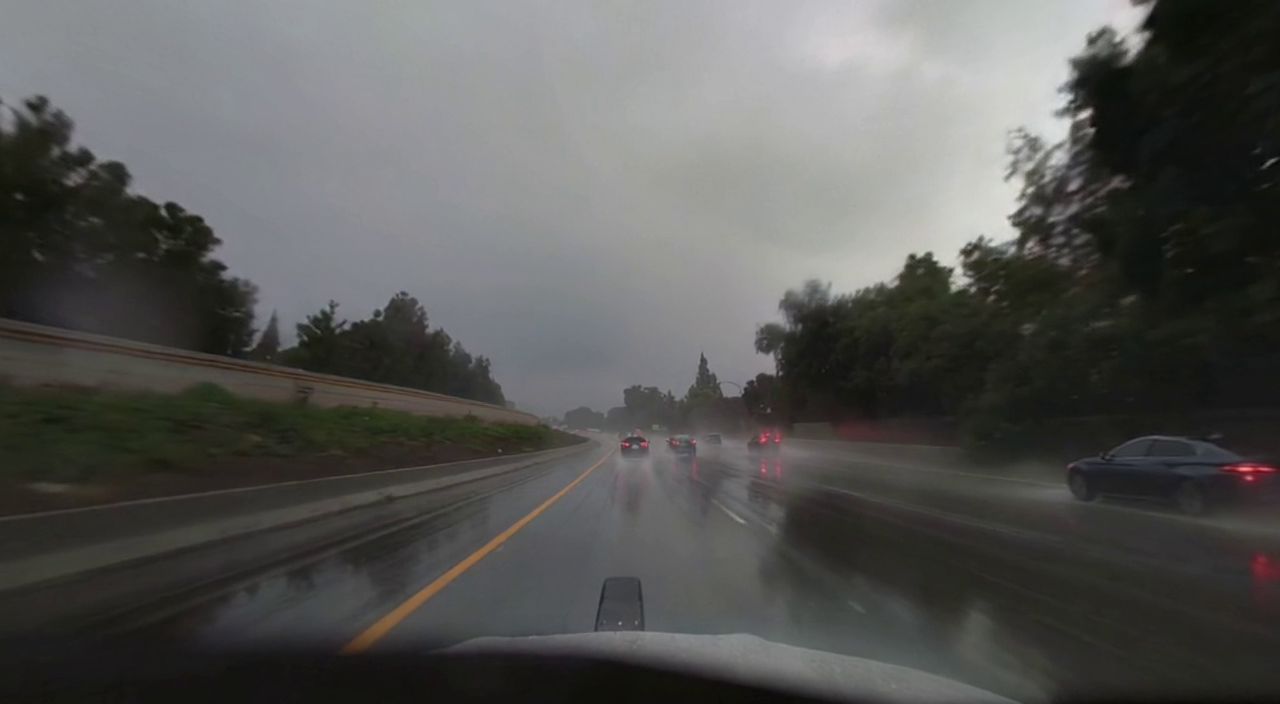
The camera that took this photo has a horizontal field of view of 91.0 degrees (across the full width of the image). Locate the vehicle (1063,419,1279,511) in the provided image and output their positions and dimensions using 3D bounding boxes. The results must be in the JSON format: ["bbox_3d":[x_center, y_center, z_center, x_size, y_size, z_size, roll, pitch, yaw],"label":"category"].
[{"bbox_3d":[11.329,2.231,12.892,2.041,1.517,4.645,0,-8,-1],"label":"vehicle"}]
